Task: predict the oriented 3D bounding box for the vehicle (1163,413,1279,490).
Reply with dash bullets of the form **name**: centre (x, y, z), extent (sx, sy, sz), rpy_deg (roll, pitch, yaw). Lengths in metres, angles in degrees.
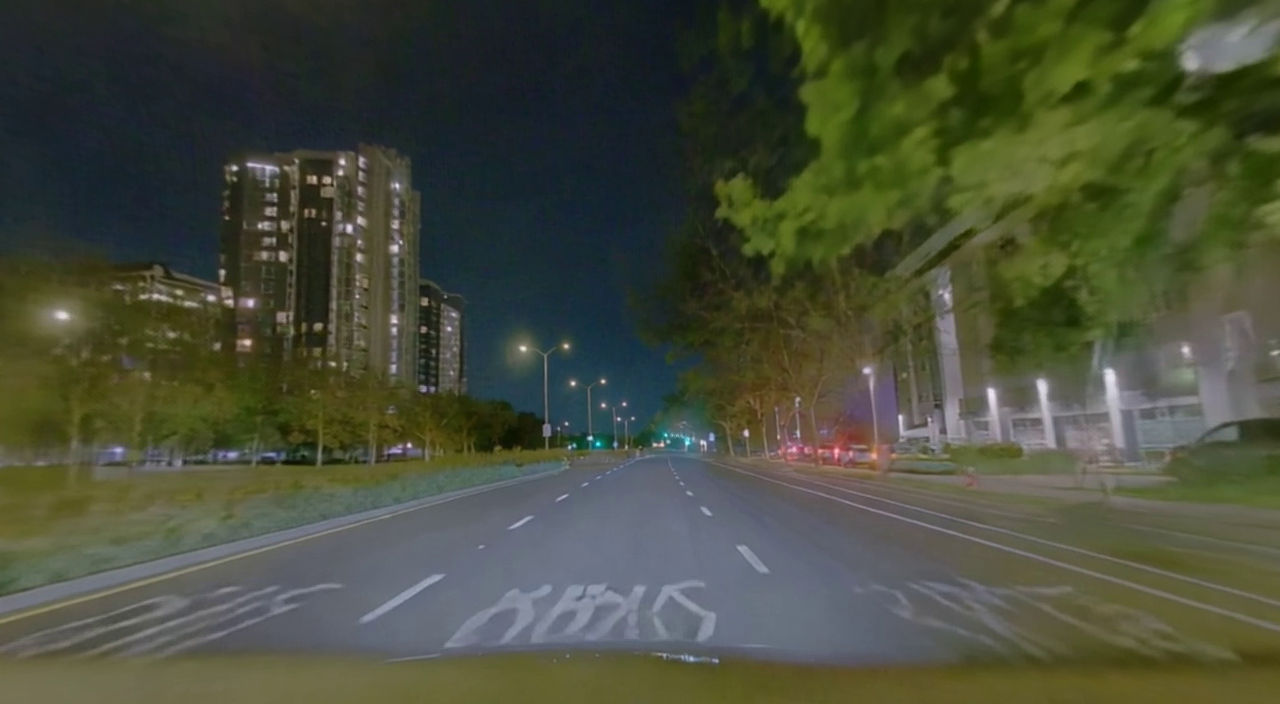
- **vehicle**: centre (13.523, 1.999, 12.670), extent (1.879, 1.507, 4.836), rpy_deg (0, -9, 1)
